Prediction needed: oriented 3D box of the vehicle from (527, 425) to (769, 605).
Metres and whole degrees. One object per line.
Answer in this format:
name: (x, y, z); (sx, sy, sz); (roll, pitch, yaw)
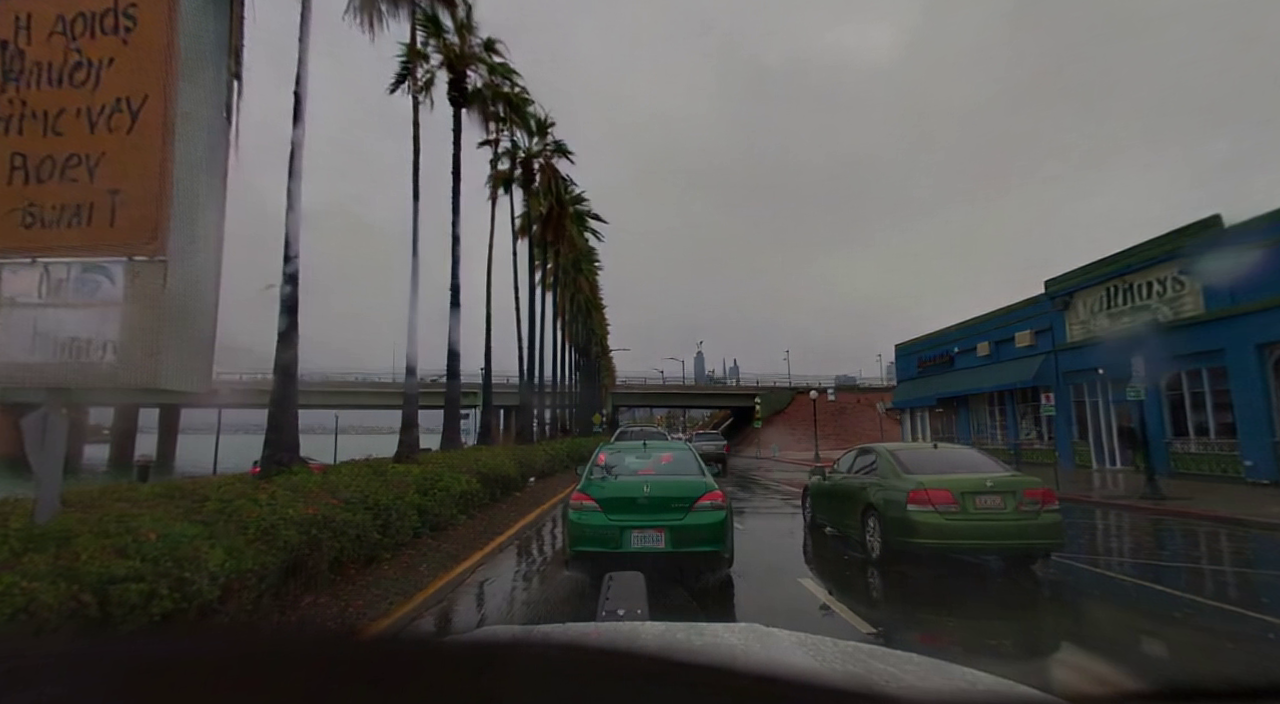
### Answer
vehicle: (0.059, 1.667, 7.277); (2.048, 1.503, 3.681); (0, -9, 0)

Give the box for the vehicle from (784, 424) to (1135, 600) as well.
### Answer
vehicle: (3.265, 1.716, 7.707); (1.920, 1.490, 4.417); (0, -9, -1)

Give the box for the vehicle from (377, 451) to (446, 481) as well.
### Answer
vehicle: (-14.951, 7.468, 41.652); (2.104, 1.802, 4.852); (-2, -9, 9)
